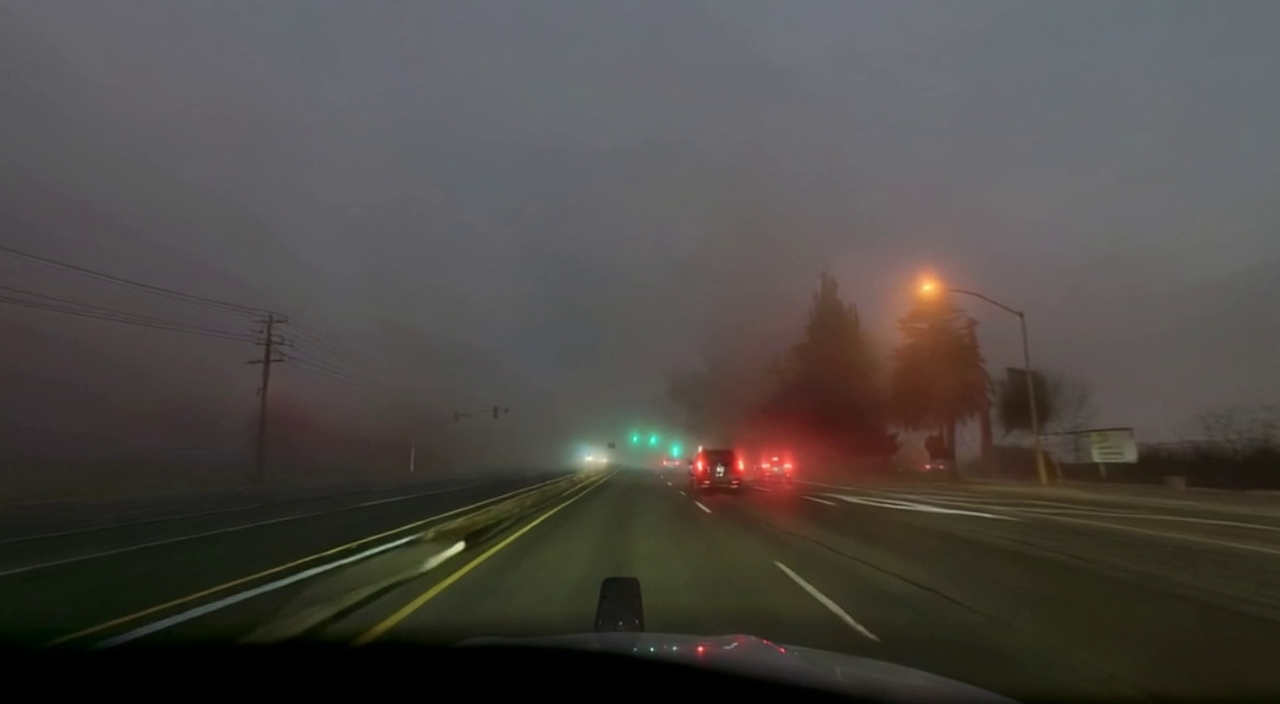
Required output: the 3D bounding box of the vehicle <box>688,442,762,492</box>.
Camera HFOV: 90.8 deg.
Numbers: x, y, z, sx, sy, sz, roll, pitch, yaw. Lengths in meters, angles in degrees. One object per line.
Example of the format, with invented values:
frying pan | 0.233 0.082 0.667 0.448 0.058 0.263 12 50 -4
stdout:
vehicle | 3.029 4.216 23.415 2.078 1.668 4.078 0 -9 -1
